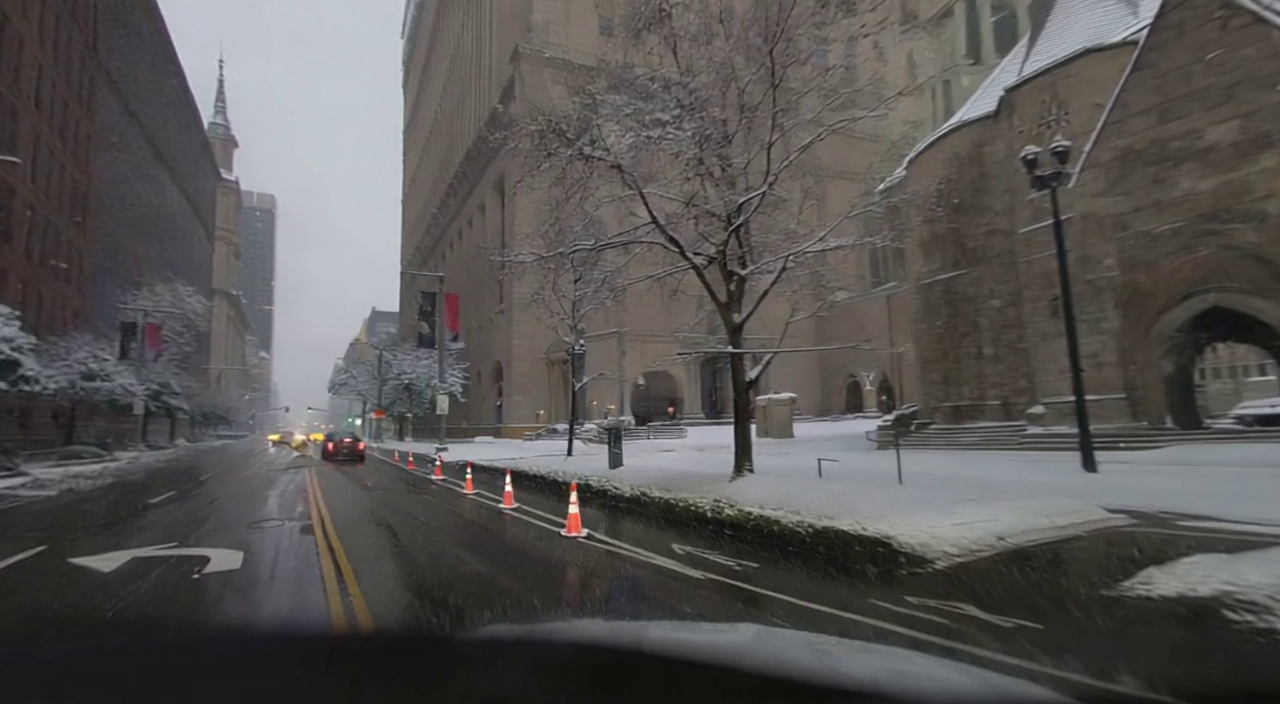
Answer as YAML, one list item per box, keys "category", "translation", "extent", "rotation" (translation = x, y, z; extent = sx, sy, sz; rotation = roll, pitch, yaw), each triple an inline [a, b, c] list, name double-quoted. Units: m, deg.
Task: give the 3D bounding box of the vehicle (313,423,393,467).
- category: "vehicle"
  translation: [-10.926, 3.532, 23.800]
  extent: [2.216, 1.492, 4.725]
  rotation: [5, -10, -29]
